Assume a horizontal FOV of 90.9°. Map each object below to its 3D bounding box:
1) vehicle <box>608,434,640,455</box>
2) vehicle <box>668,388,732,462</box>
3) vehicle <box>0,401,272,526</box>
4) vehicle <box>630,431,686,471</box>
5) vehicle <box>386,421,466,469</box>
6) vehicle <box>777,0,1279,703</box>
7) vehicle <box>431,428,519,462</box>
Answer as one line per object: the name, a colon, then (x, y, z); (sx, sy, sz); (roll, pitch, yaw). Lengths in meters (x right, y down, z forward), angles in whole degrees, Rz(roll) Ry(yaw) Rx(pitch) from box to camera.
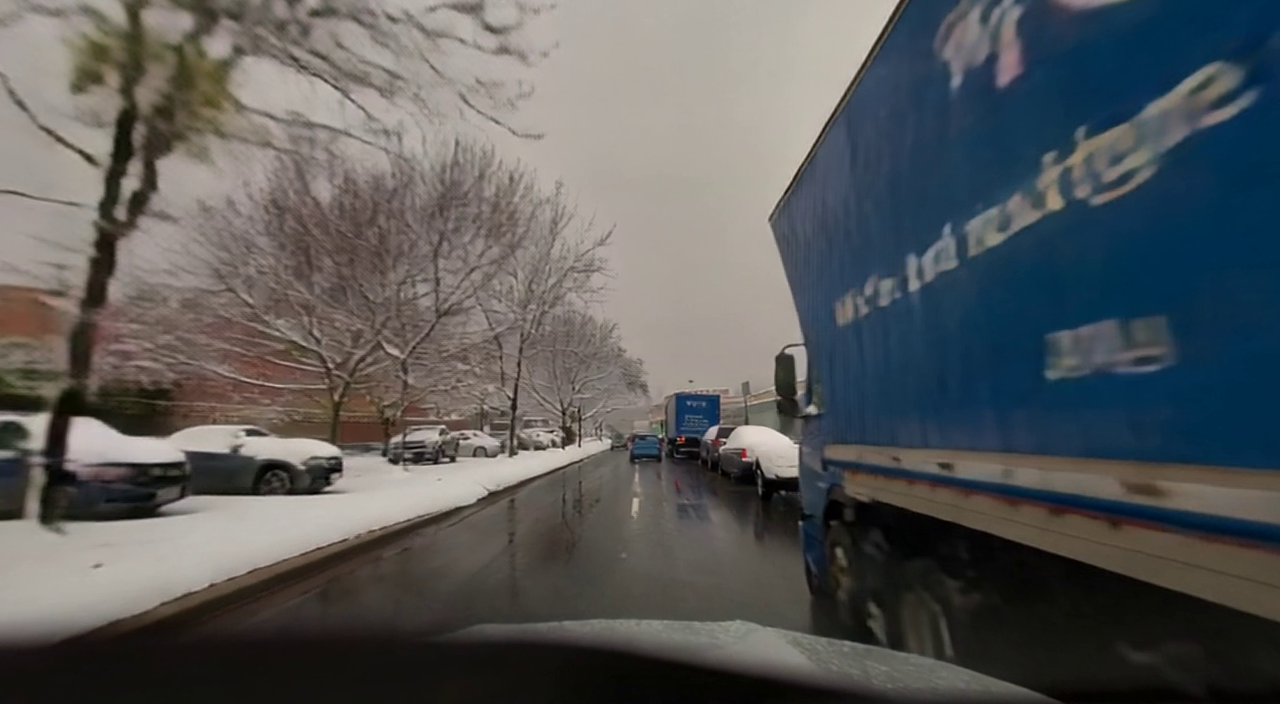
vehicle: (-1.188, 7.044, 48.052); (1.989, 1.481, 4.008); (-1, -8, 5)
vehicle: (3.652, 5.019, 42.352); (2.865, 4.113, 14.471); (0, -8, 0)
vehicle: (-7.967, 1.501, 8.723); (4.555, 1.517, 1.858); (0, -8, 0)
vehicle: (0.700, 4.055, 26.045); (2.160, 1.498, 3.909); (0, -8, 0)
vehicle: (-8.445, 3.698, 25.243); (1.996, 1.719, 4.382); (2, -8, -5)
vehicle: (2.997, -0.291, 1.330); (3.019, 3.659, 10.648); (0, -8, 0)
vehicle: (-7.576, 4.282, 29.166); (3.569, 1.520, 1.797); (0, -8, -2)
